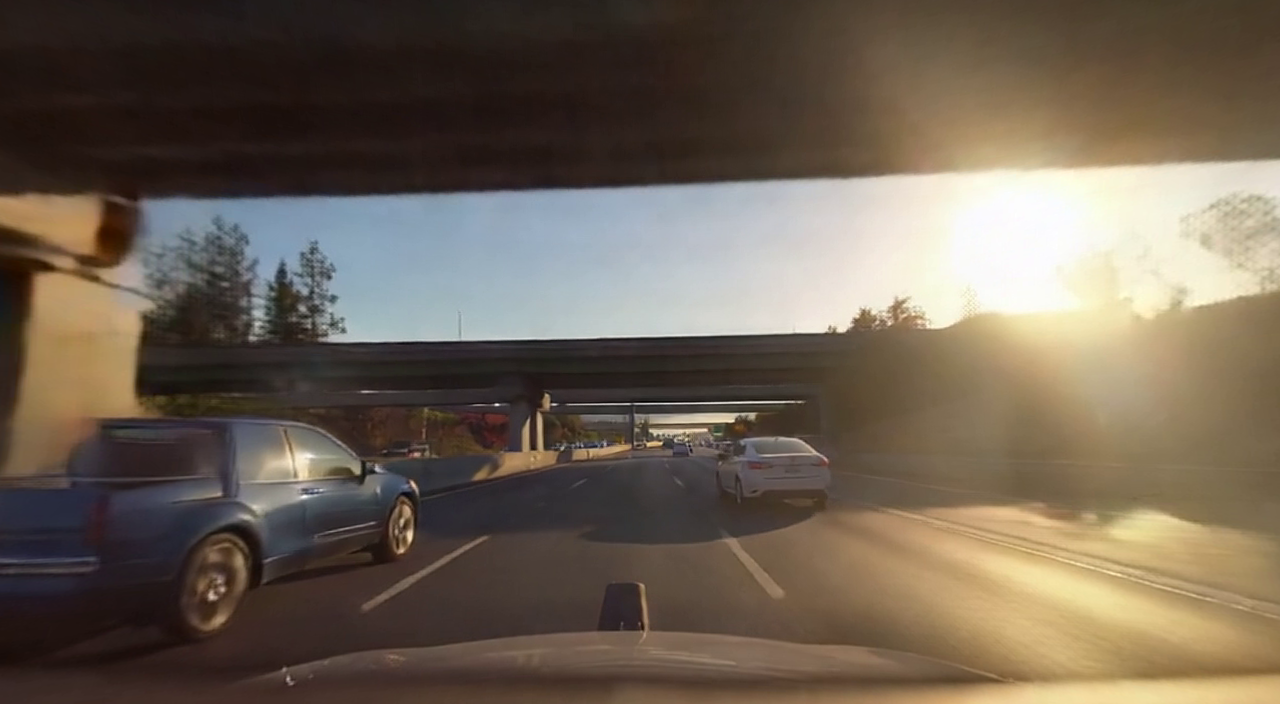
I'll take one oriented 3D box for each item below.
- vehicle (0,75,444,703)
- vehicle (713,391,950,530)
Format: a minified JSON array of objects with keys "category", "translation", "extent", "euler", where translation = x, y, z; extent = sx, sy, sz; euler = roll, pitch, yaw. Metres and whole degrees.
[{"category":"vehicle","translation":[-3.606,0.653,4.631],"extent":[2.369,2.682,6.088],"euler":[0,-9,0]},{"category":"vehicle","translation":[3.201,2.050,12.428],"extent":[2.693,2.044,5.882],"euler":[0,-9,-1]}]
